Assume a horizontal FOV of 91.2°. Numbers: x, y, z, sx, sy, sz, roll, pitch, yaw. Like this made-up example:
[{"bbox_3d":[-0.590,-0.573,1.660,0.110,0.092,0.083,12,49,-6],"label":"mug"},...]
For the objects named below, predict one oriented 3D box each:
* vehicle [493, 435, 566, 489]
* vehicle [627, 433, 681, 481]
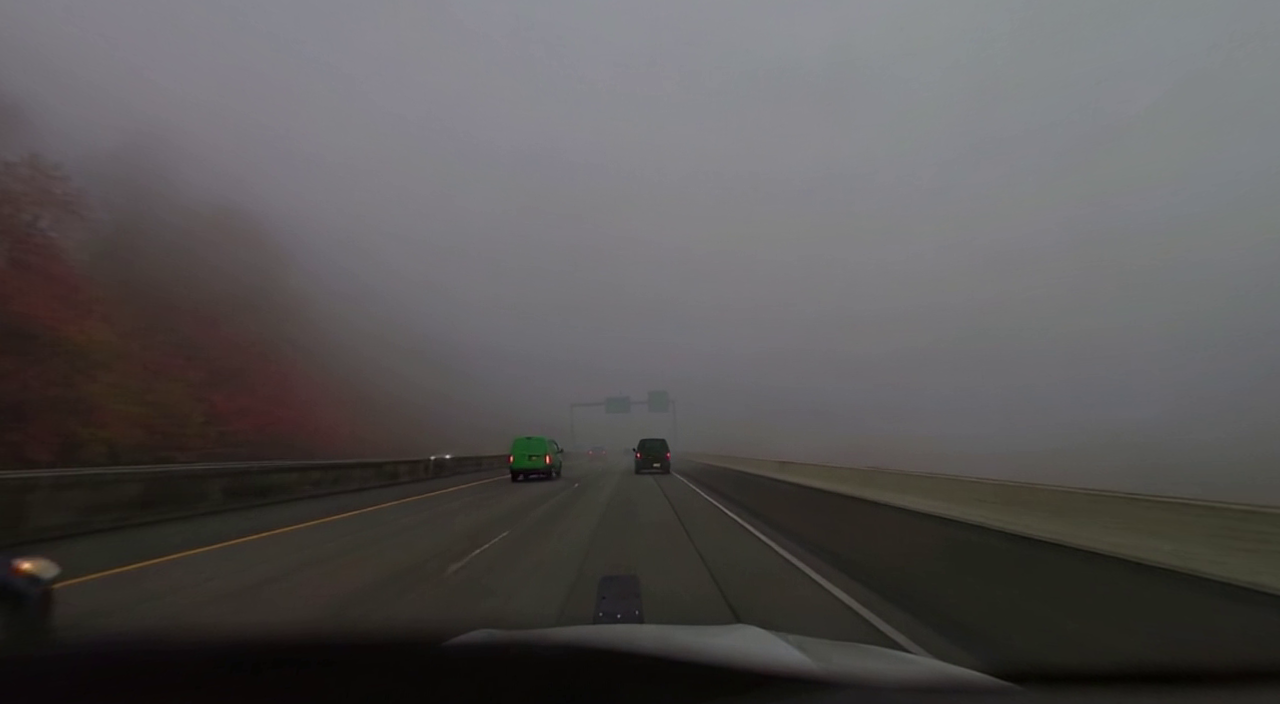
[{"bbox_3d":[-3.976,4.039,23.294,2.021,1.790,3.907,0,-9,0],"label":"vehicle"},{"bbox_3d":[0.519,4.647,27.809,2.179,1.930,4.538,0,-9,-1],"label":"vehicle"}]
